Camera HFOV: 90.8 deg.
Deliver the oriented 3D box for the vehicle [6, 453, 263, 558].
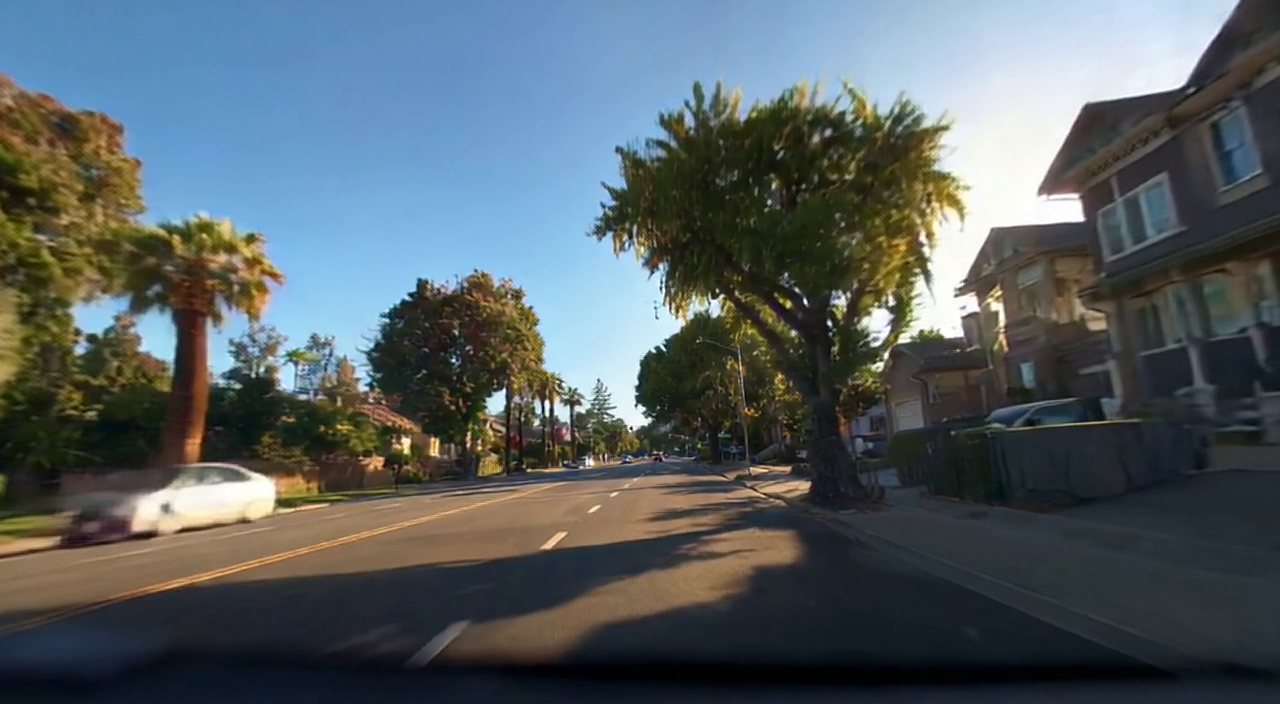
[{"bbox_3d":[-10.819,3.241,14.112,2.001,1.725,4.504,-5,-9,1],"label":"vehicle"}]
